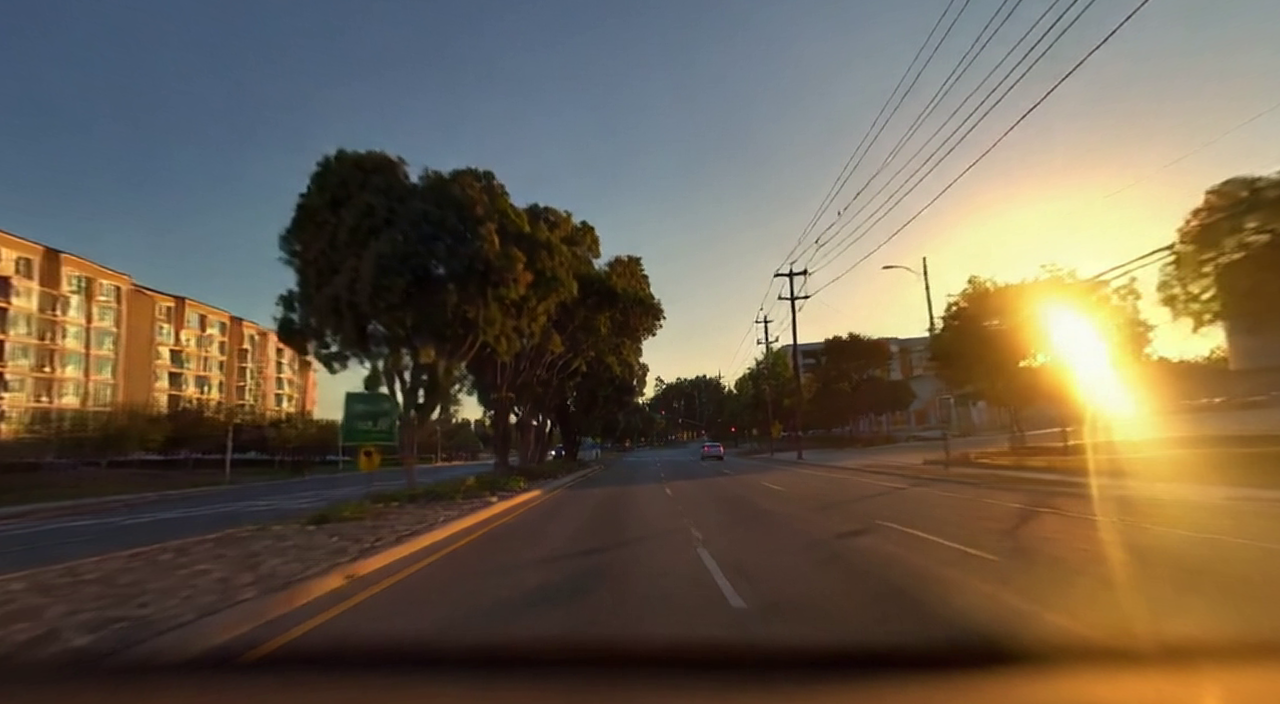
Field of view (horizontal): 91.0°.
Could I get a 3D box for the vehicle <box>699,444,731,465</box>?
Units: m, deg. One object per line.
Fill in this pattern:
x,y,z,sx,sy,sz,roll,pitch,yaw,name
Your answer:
5.628,7.764,47.743,1.908,1.476,3.880,0,-9,-1,vehicle
